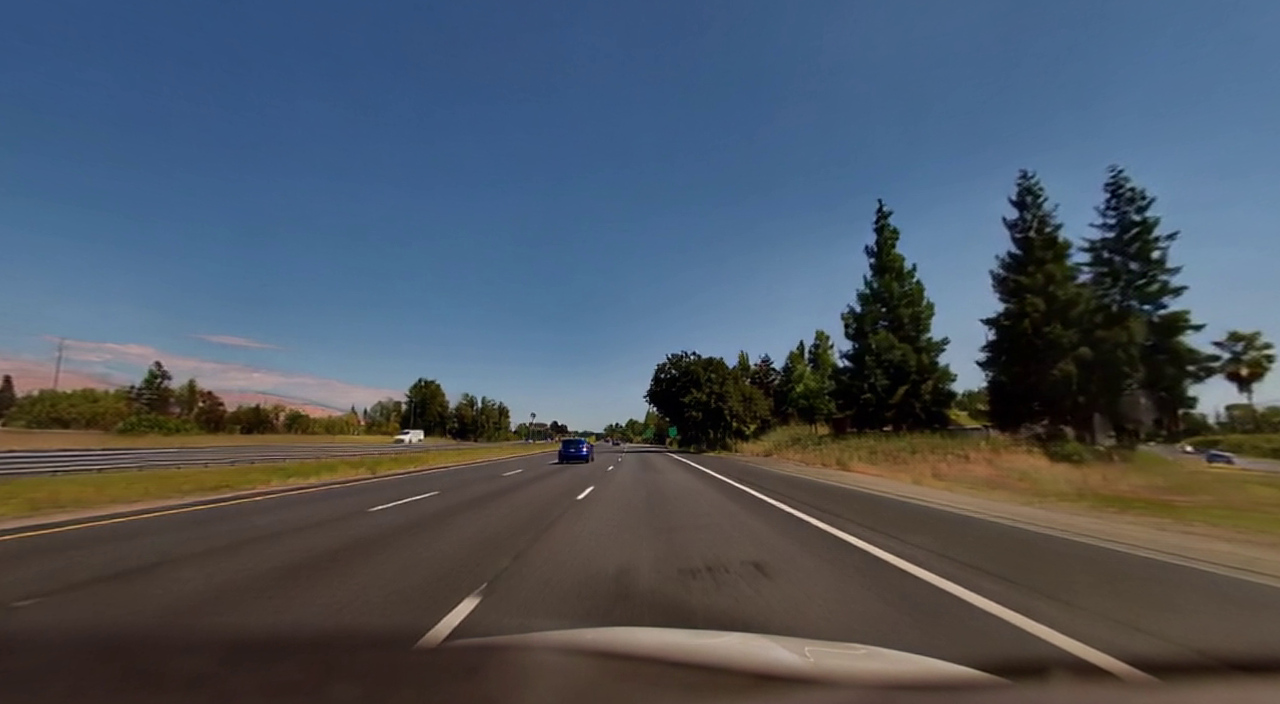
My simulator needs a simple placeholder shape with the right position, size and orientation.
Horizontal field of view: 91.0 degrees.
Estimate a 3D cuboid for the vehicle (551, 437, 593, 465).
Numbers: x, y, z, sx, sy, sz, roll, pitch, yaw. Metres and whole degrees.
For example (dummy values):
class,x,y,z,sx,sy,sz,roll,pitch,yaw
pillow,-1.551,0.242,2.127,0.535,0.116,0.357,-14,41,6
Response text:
class,x,y,z,sx,sy,sz,roll,pitch,yaw
vehicle,-3.939,5.766,36.992,2.008,1.567,3.959,0,-8,0
